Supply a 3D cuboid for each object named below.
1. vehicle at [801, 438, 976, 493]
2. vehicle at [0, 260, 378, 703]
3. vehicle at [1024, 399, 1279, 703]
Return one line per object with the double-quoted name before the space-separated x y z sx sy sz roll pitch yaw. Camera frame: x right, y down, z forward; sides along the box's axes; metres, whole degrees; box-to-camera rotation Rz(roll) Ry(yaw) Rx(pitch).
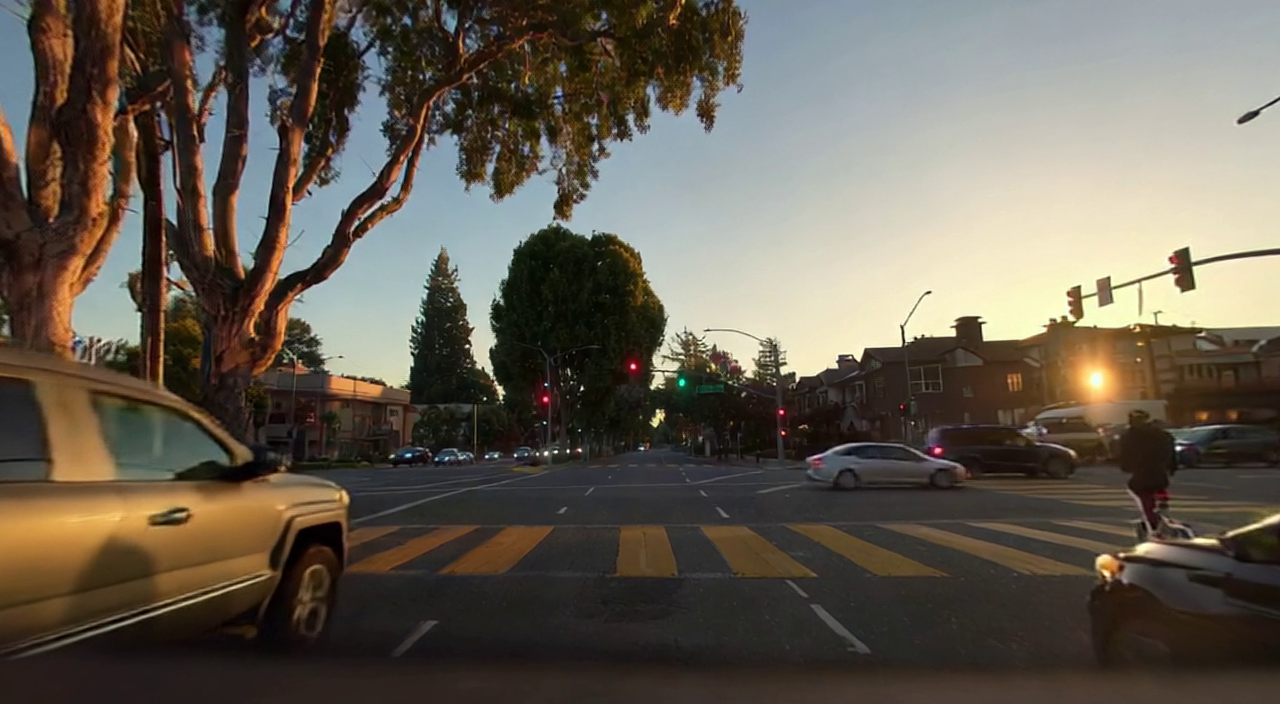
"vehicle" 6.519 2.970 16.753 4.050 1.304 1.921 -3 -9 21
"vehicle" -3.252 0.714 2.519 2.231 1.898 4.985 0 -8 0
"vehicle" 3.093 0.758 1.165 1.990 1.454 4.490 0 -8 1
